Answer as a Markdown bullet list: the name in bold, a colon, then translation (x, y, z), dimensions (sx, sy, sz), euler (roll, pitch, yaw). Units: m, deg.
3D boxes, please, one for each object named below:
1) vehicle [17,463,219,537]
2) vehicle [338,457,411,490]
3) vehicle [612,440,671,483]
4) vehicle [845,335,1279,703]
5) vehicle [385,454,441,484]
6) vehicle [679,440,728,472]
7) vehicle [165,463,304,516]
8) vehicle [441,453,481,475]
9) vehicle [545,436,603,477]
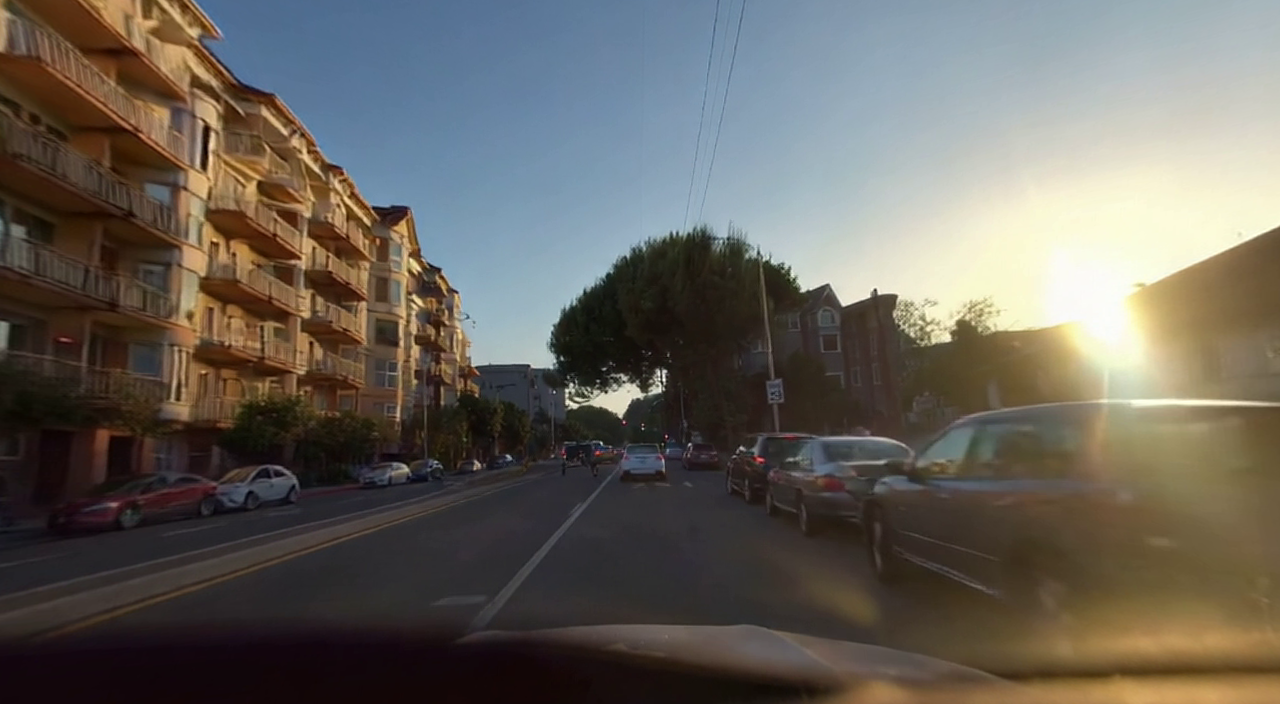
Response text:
- **vehicle**: translation (-13.821, 3.889, 17.159), dimensions (1.887, 1.619, 4.208), euler (0, -8, -1)
- **vehicle**: translation (-13.691, 6.280, 32.858), dimensions (1.907, 1.480, 4.498), euler (0, -8, -1)
- **vehicle**: translation (0.057, 4.070, 23.801), dimensions (2.026, 1.496, 3.701), euler (0, -8, 0)
- **vehicle**: translation (3.167, 1.138, 4.507), dimensions (1.906, 1.779, 4.494), euler (0, -8, 0)
- **vehicle**: translation (-13.641, 7.030, 38.208), dimensions (1.839, 1.594, 4.055), euler (0, -8, 0)
- **vehicle**: translation (3.222, 5.401, 32.987), dimensions (2.077, 1.532, 4.694), euler (0, -8, 0)
- **vehicle**: translation (-13.673, 4.617, 21.661), dimensions (1.837, 1.470, 4.263), euler (0, -8, 1)
- **vehicle**: translation (-13.699, 8.578, 48.635), dimensions (1.844, 1.499, 4.421), euler (0, -8, 0)
- **vehicle**: translation (-2.909, 4.740, 28.808), dimensions (2.065, 1.705, 4.353), euler (0, -8, 1)
